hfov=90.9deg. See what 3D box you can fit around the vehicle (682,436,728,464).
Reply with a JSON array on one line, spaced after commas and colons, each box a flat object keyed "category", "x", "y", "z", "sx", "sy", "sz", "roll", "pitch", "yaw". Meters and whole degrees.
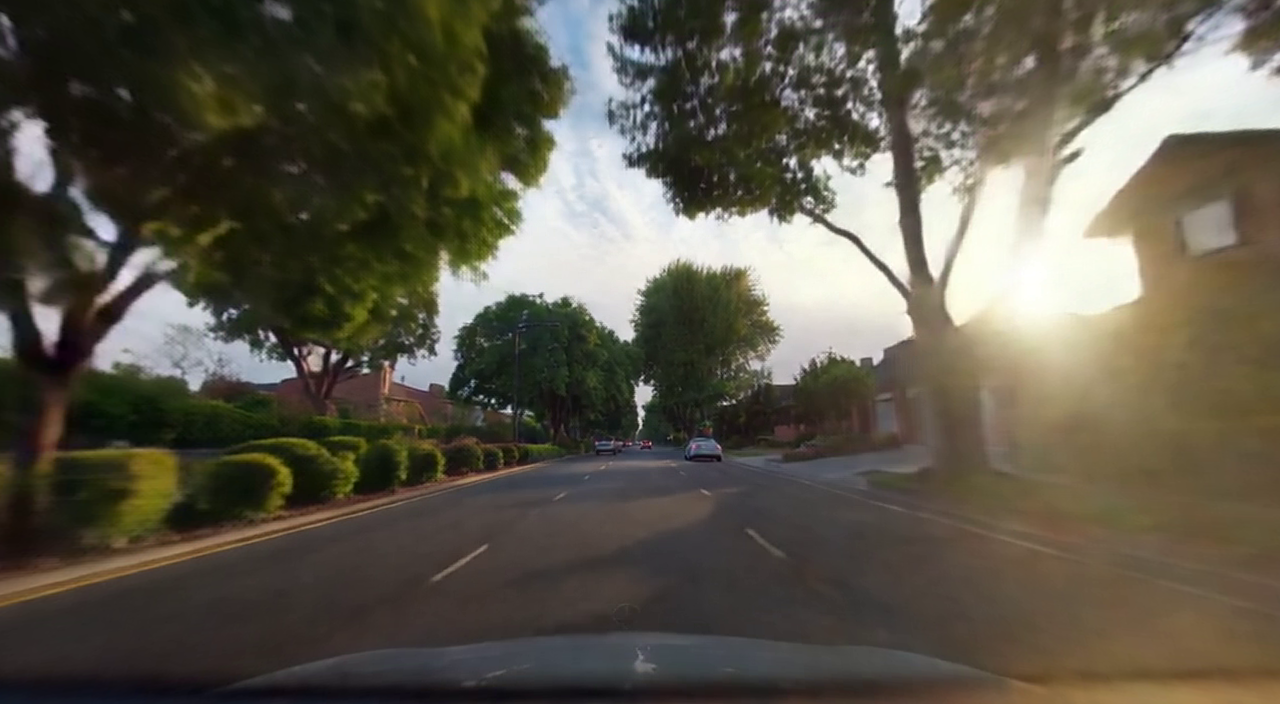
[{"category": "vehicle", "x": 3.941, "y": 6.037, "z": 38.991, "sx": 2.237, "sy": 1.578, "sz": 4.621, "roll": 0, "pitch": -8, "yaw": -1}]
